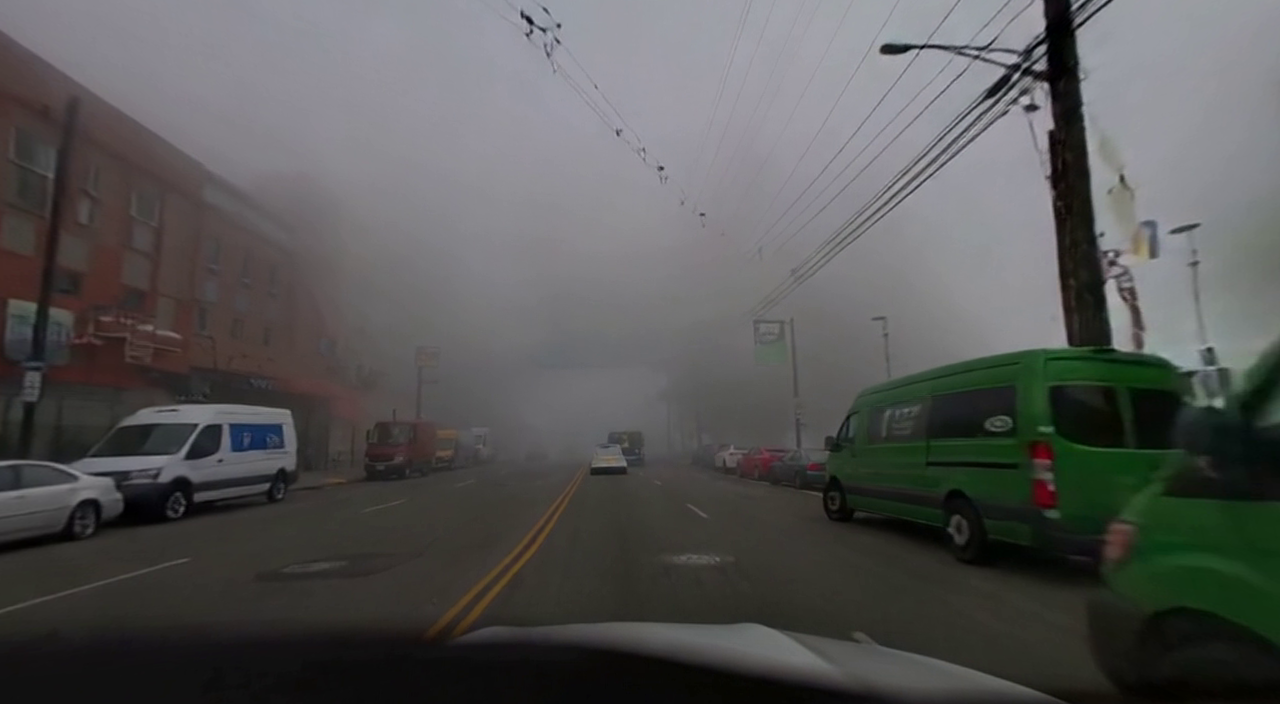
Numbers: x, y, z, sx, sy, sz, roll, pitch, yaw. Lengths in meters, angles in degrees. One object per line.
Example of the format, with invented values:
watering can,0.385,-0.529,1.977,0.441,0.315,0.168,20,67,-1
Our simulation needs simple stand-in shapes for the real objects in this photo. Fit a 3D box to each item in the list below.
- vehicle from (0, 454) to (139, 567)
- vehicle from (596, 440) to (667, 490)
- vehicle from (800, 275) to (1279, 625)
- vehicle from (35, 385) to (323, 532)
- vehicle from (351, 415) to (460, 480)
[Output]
vehicle,-9.740,2.182,8.613,2.063,1.481,4.722,0,-8,-2
vehicle,-0.323,3.694,21.113,2.112,1.464,4.411,0,-8,-2
vehicle,4.444,1.223,8.427,2.492,2.720,6.884,0,-8,-3
vehicle,-10.040,2.393,14.736,2.398,2.723,5.816,0,-8,-2
vehicle,-10.386,4.339,28.805,2.964,2.597,6.437,1,-8,-5
